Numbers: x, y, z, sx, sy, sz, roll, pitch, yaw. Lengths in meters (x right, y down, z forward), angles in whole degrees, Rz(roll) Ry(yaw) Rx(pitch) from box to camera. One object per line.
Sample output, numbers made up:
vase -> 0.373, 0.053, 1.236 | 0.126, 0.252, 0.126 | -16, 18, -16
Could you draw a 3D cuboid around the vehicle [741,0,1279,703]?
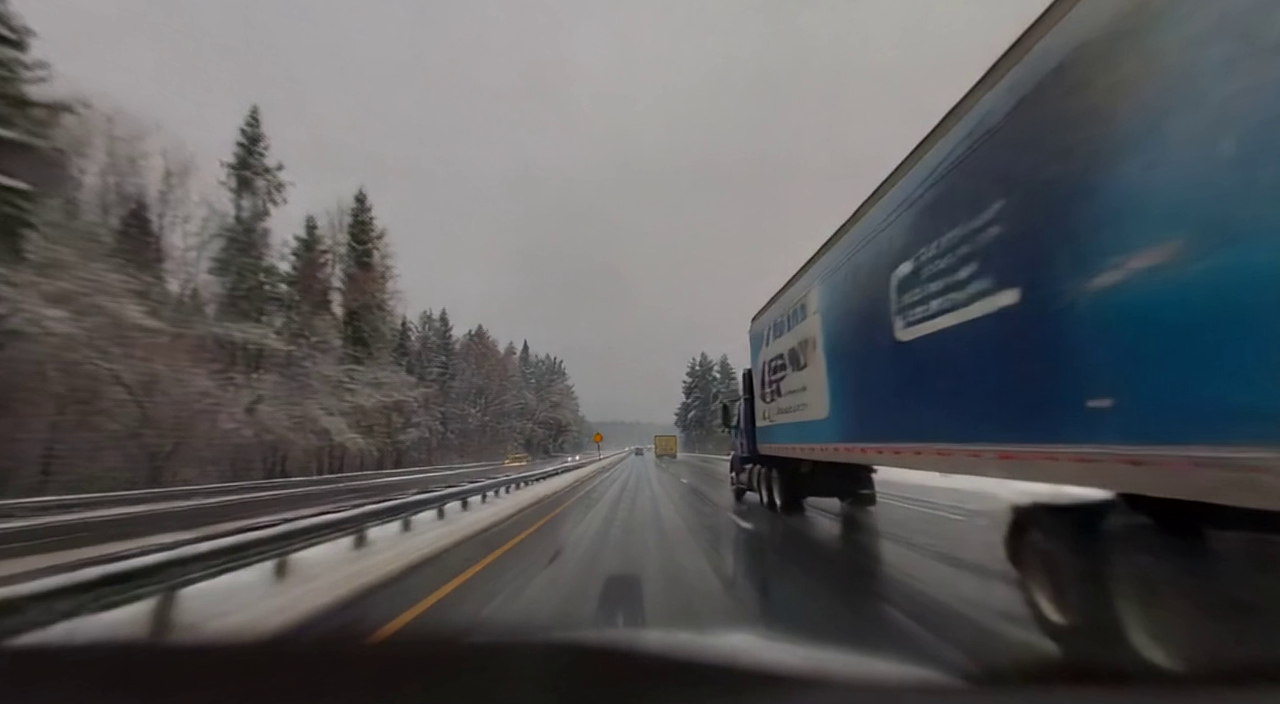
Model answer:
vehicle -> 4.220, 0.486, 8.320 | 3.231, 4.102, 14.393 | 0, -9, -1
